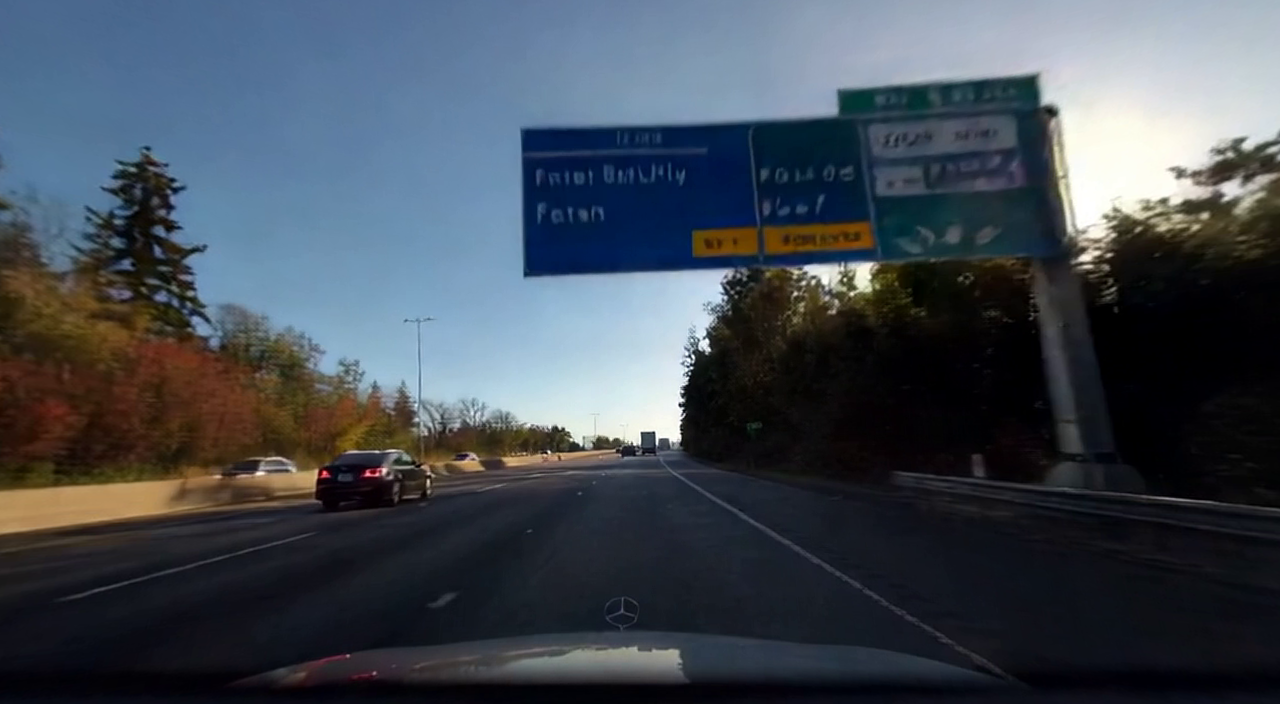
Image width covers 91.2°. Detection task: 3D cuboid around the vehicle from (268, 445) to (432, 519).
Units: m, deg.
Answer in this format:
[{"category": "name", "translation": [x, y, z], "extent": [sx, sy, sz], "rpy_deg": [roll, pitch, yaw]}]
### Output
[{"category": "vehicle", "translation": [-6.817, 3.070, 15.382], "extent": [1.956, 1.538, 4.318], "rpy_deg": [0, -9, 0]}]

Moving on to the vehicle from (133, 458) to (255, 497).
[{"category": "vehicle", "translation": [-19.388, 5.443, 27.584], "extent": [1.902, 1.485, 4.679], "rpy_deg": [0, -9, 0]}]
